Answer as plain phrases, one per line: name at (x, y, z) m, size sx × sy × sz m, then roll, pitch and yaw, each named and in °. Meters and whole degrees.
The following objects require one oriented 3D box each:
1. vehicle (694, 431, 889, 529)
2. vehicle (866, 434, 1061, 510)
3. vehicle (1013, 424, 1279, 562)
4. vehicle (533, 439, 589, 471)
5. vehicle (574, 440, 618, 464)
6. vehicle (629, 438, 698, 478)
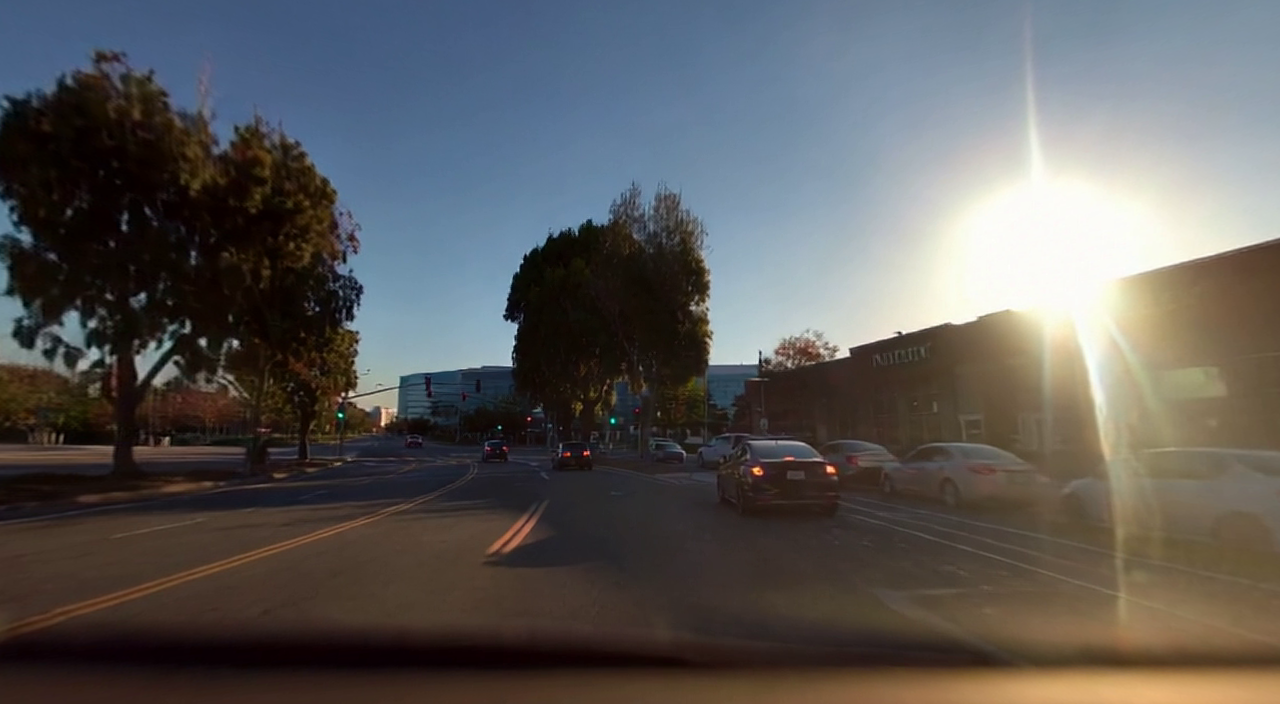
vehicle at (2.521, 2.280, 11.893) m, size 2.280 × 1.472 × 4.426 m, roll 1°, pitch -8°, yaw -4°
vehicle at (7.167, 2.680, 14.605) m, size 1.820 × 1.450 × 4.408 m, roll 1°, pitch -9°, yaw -6°
vehicle at (7.676, 1.805, 8.741) m, size 1.882 × 1.469 × 4.766 m, roll 1°, pitch -8°, yaw -3°
vehicle at (-4.253, 5.411, 33.286) m, size 2.308 × 1.535 × 4.811 m, roll 2°, pitch -9°, yaw -14°
vehicle at (-2.976, 6.620, 41.737) m, size 1.957 × 1.463 × 4.701 m, roll 2°, pitch -9°, yaw -16°
vehicle at (0.866, 4.365, 26.202) m, size 1.984 × 1.476 × 4.488 m, roll 1°, pitch -9°, yaw -10°
